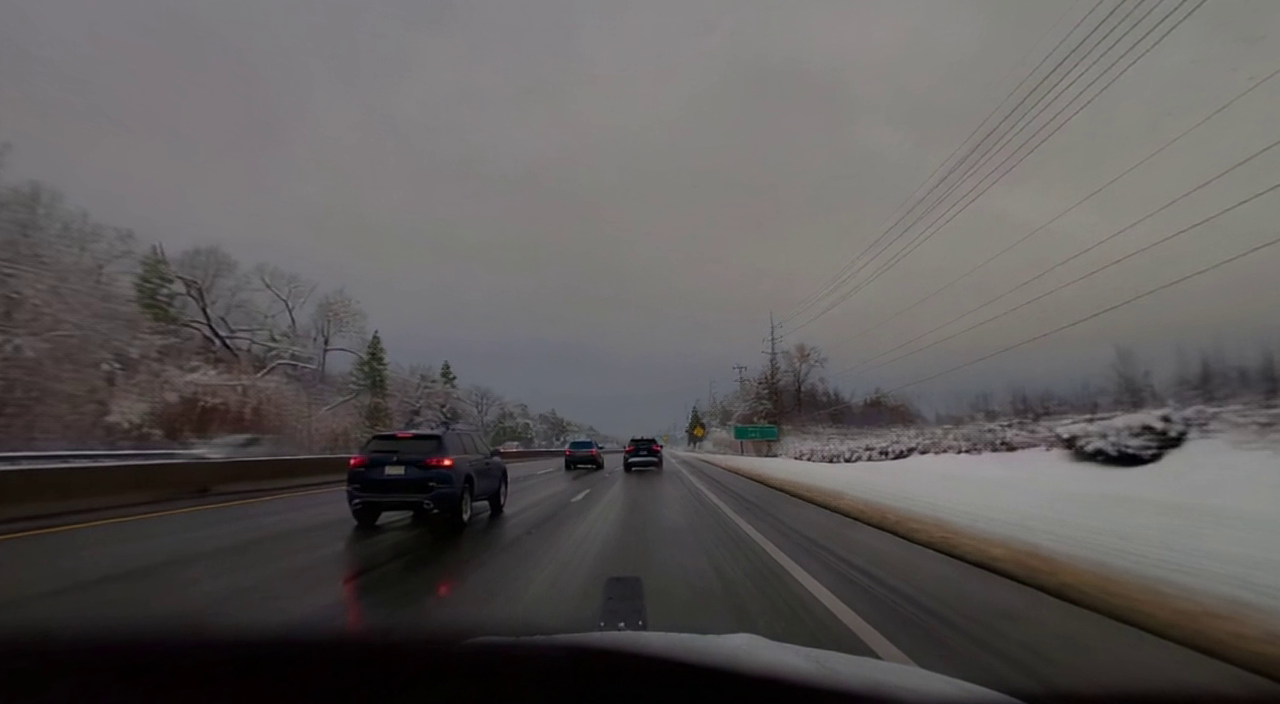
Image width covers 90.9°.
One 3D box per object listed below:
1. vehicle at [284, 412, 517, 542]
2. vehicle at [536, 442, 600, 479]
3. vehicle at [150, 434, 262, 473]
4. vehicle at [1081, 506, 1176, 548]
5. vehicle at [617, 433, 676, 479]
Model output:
[{"bbox_3d":[-3.709,2.037,10.889,2.104,1.754,4.515,0,-8,2],"label":"vehicle"},{"bbox_3d":[-3.040,4.694,27.595,2.092,1.464,4.466,0,-8,2],"label":"vehicle"},{"bbox_3d":[-20.619,4.836,30.249,1.958,1.698,4.572,0,-8,2],"label":"vehicle"},{"bbox_3d":[24.998,8.952,32.480,1.985,1.513,4.339,-2,-8,10],"label":"vehicle"},{"bbox_3d":[0.300,4.392,26.855,2.319,1.813,4.274,0,-8,1],"label":"vehicle"}]
